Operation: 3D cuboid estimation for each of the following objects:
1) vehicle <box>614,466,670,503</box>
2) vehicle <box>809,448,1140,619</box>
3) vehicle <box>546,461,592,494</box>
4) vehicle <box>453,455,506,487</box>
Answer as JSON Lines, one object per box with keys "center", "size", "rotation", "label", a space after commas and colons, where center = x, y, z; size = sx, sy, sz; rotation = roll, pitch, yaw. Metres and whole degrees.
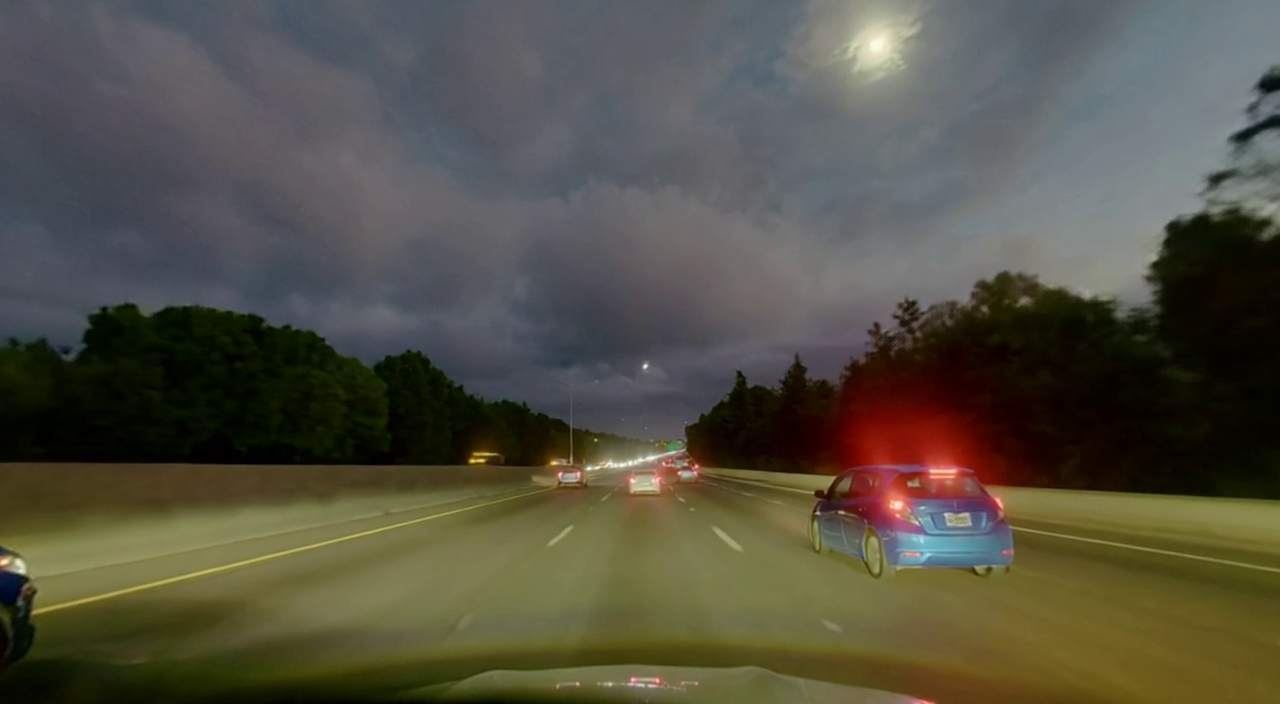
{"center": [0.093, 5.693, 27.296], "size": [2.241, 1.425, 3.973], "rotation": [1, -10, 0], "label": "vehicle"}
{"center": [3.653, 2.051, 7.854], "size": [1.938, 1.561, 3.786], "rotation": [1, -10, -1], "label": "vehicle"}
{"center": [-3.933, 7.082, 35.676], "size": [2.021, 1.706, 4.247], "rotation": [1, -10, 1], "label": "vehicle"}
{"center": [-11.998, 8.963, 47.525], "size": [2.405, 2.227, 5.519], "rotation": [0, -10, 1], "label": "vehicle"}
